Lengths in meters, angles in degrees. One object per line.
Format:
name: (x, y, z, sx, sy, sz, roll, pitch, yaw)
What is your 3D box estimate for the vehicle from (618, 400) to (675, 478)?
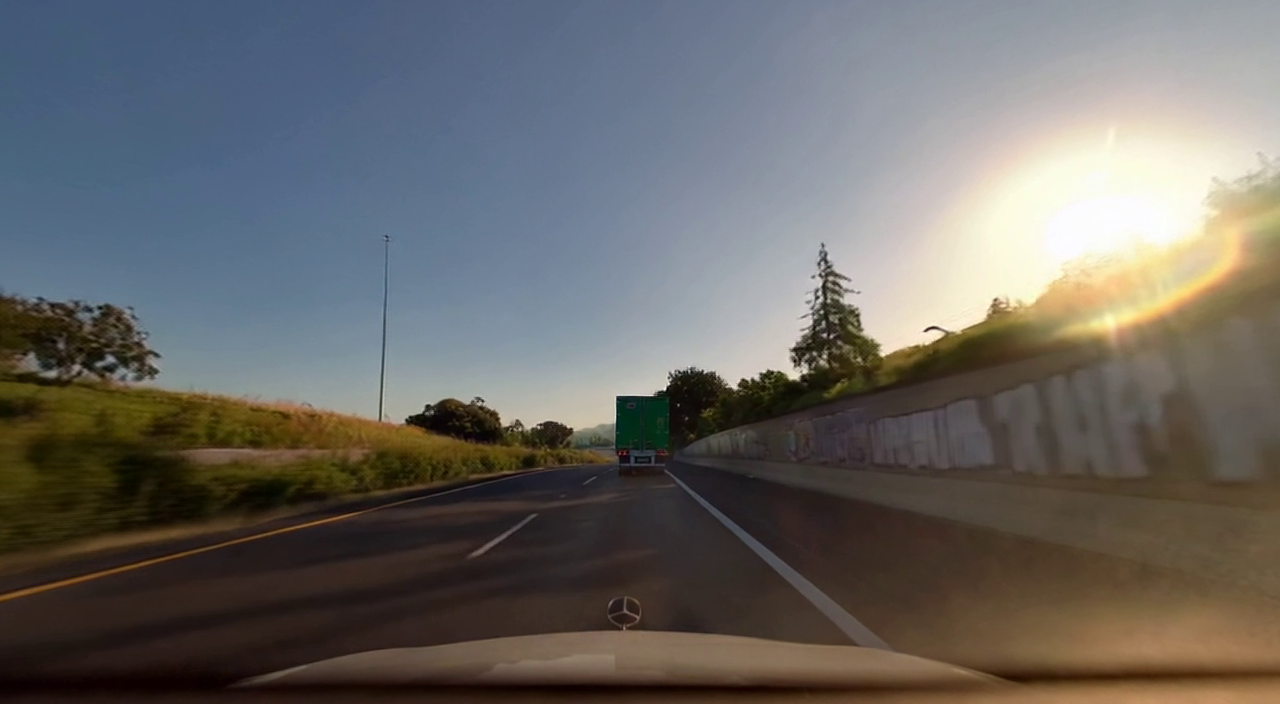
vehicle: (0.222, 5.215, 37.195, 2.900, 3.955, 10.151, 0, -9, -1)
